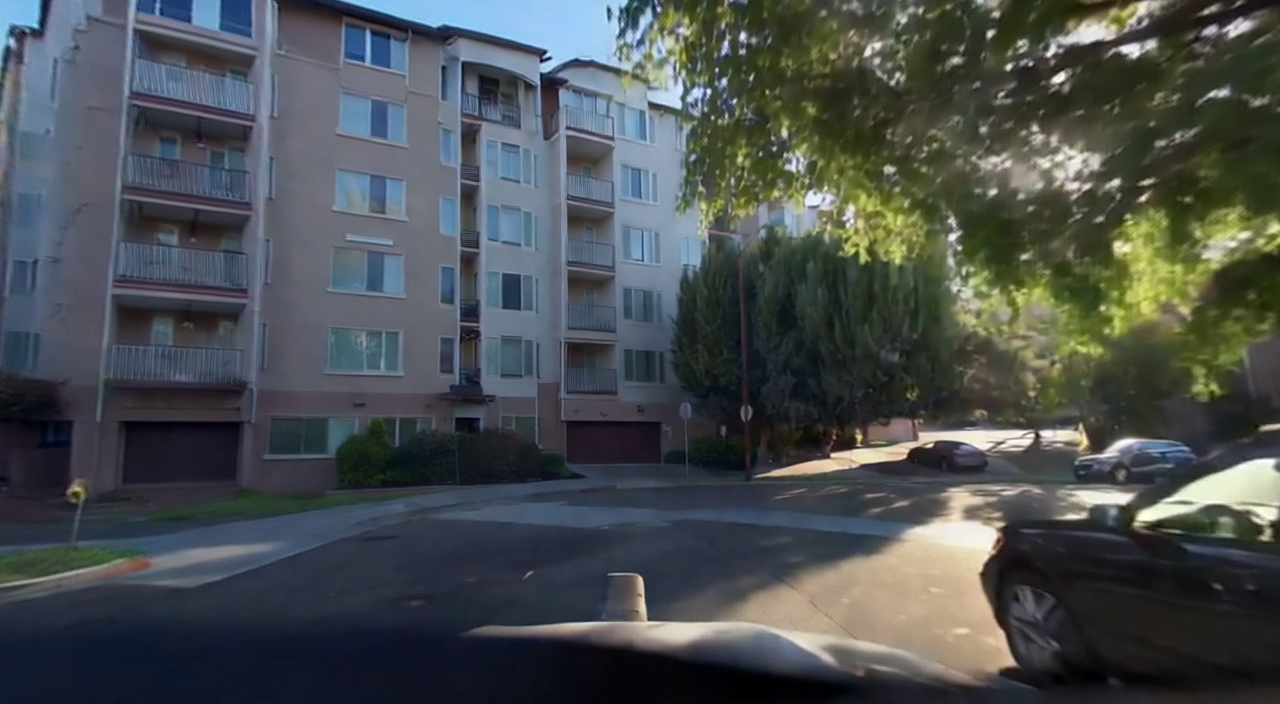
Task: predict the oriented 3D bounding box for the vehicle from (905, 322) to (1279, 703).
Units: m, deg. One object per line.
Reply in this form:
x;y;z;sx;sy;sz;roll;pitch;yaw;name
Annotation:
3.002;0.851;2.423;2.020;1.734;4.402;0;-8;0;vehicle
